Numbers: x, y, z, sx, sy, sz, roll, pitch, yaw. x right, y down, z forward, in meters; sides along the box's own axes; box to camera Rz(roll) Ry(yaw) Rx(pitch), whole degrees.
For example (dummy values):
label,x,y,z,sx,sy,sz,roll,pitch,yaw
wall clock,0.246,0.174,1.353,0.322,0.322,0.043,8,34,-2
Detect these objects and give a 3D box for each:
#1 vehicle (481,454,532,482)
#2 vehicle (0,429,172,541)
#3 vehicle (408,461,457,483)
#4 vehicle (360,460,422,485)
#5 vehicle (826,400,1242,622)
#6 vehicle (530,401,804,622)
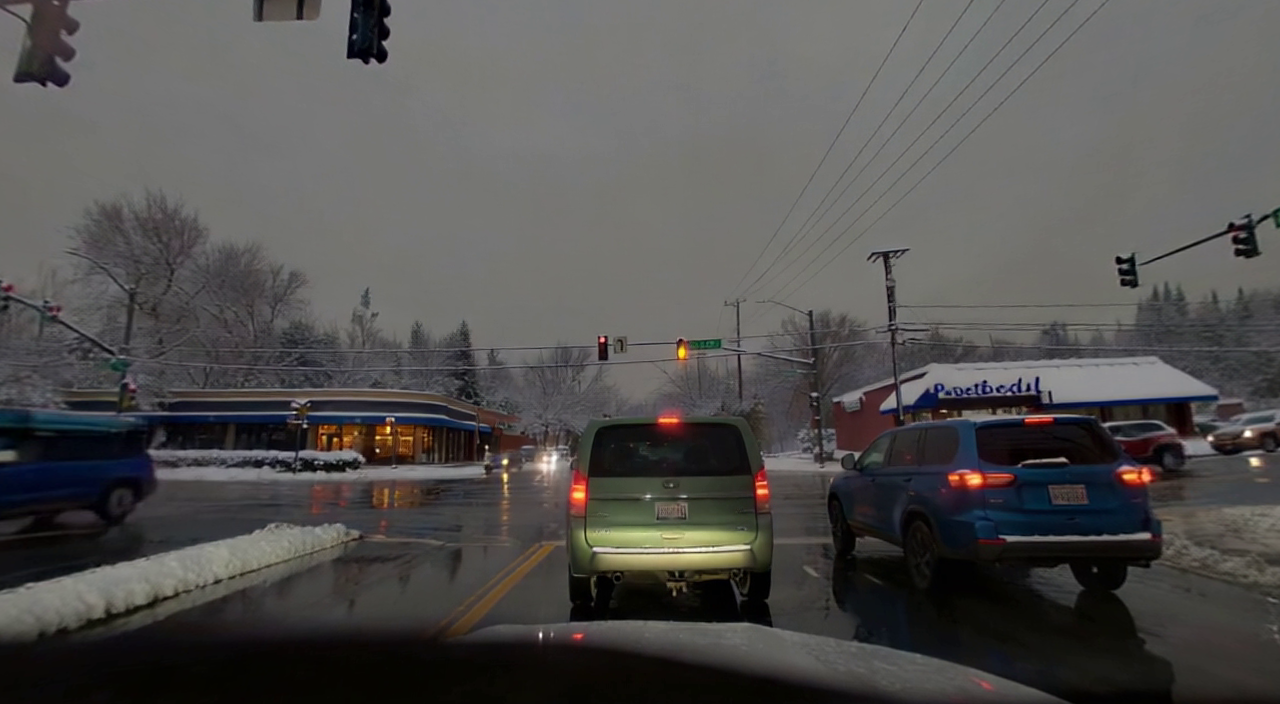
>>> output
label,x,y,z,sx,sy,sz,roll,pitch,yaw
vehicle,-8.976,7.800,42.740,2.023,1.713,4.451,-1,-8,6
vehicle,-11.201,2.290,11.183,2.029,1.776,4.711,-1,-8,3
vehicle,-15.487,8.962,47.268,1.875,1.475,4.449,-1,-8,5
vehicle,-16.243,7.850,41.403,1.872,1.433,4.404,-1,-8,7
vehicle,3.617,1.518,6.964,1.976,1.664,4.189,-1,-8,2
vehicle,0.256,1.510,6.829,2.098,1.682,3.778,0,-8,2
